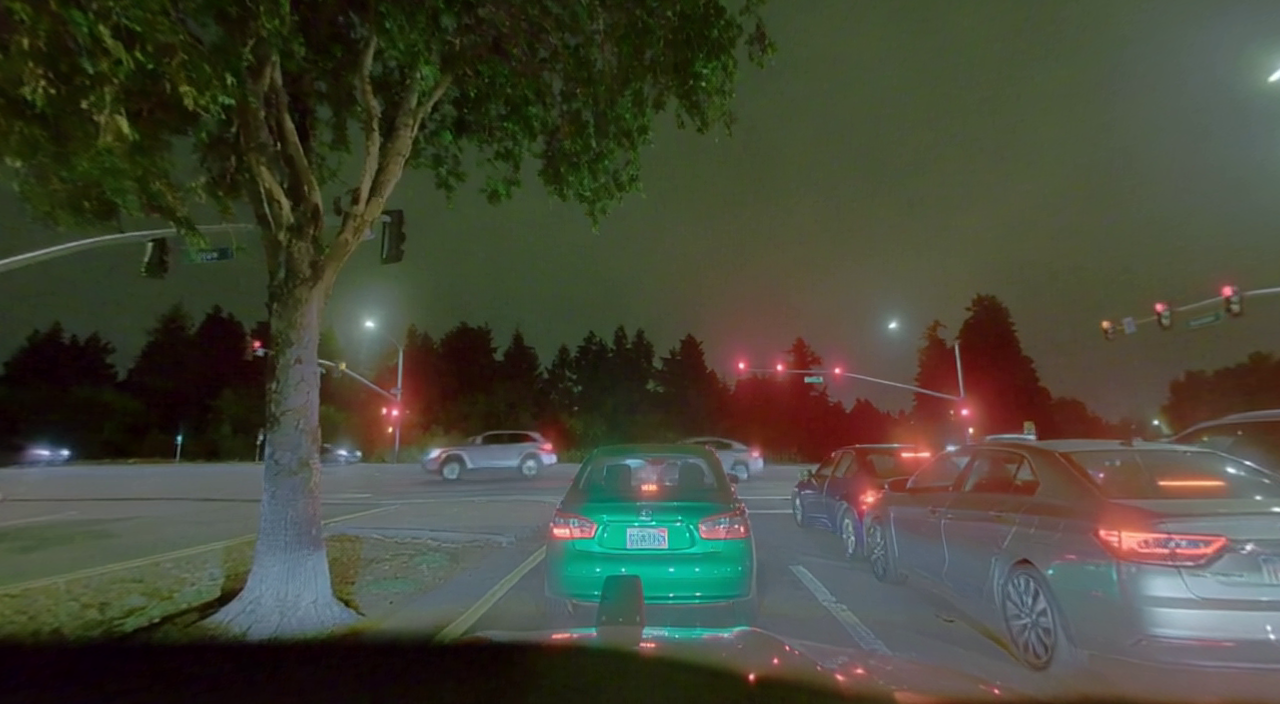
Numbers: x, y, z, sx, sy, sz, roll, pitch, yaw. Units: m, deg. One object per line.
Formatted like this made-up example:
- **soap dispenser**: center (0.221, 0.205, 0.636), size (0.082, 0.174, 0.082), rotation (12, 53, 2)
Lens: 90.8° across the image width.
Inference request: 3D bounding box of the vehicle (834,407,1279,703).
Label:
- **vehicle**: center (3.104, 1.300, 4.839), size (1.861, 1.479, 4.371), rotation (0, -9, 0)

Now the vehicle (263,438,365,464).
- **vehicle**: center (-19.050, 5.794, 37.063), size (4.828, 1.467, 1.963), rotation (0, -8, 1)

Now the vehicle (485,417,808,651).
- **vehicle**: center (0.035, 1.463, 6.138), size (2.026, 1.458, 4.175), rotation (0, -9, 0)

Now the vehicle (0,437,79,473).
- **vehicle**: center (-30.412, 4.990, 30.782), size (4.517, 1.637, 1.935), rotation (-1, -9, 8)
